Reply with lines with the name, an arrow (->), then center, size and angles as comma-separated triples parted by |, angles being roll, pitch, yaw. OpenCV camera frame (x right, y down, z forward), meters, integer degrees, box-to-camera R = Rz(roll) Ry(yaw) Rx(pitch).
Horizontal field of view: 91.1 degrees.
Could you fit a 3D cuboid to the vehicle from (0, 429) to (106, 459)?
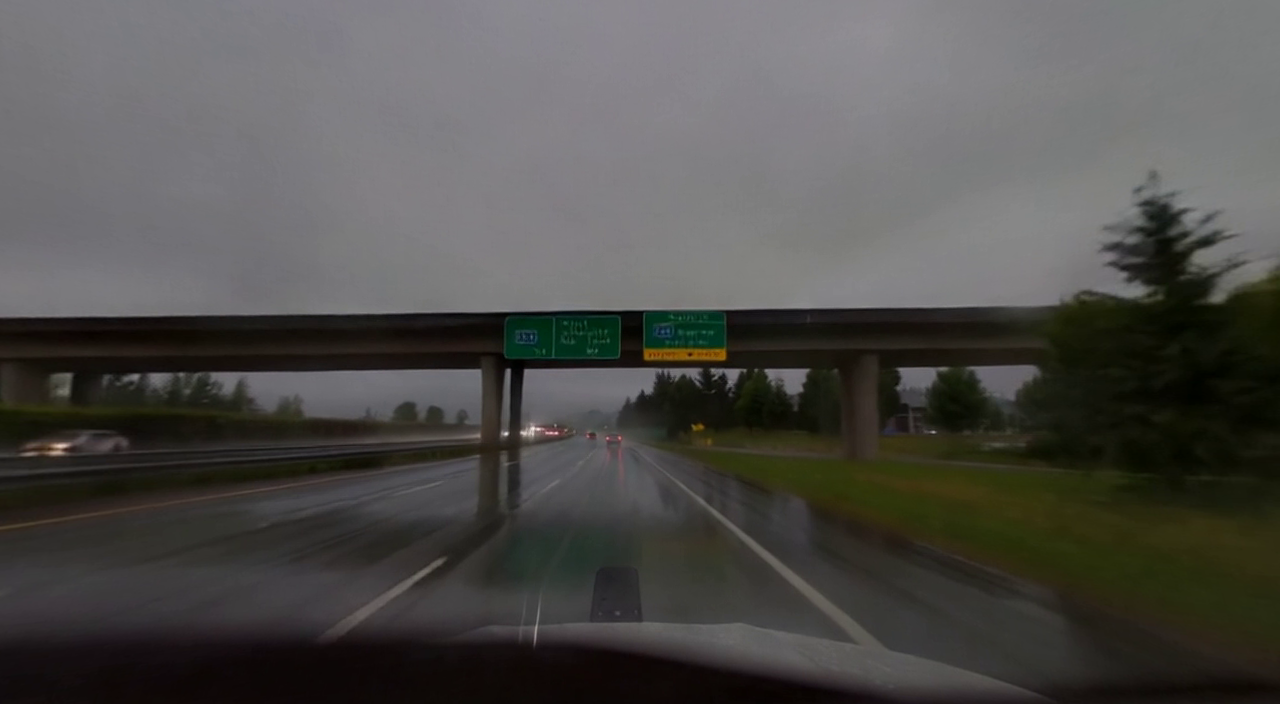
vehicle -> -30.988, 4.857, 33.303 | 1.793, 1.458, 4.137 | 0, -8, -2
